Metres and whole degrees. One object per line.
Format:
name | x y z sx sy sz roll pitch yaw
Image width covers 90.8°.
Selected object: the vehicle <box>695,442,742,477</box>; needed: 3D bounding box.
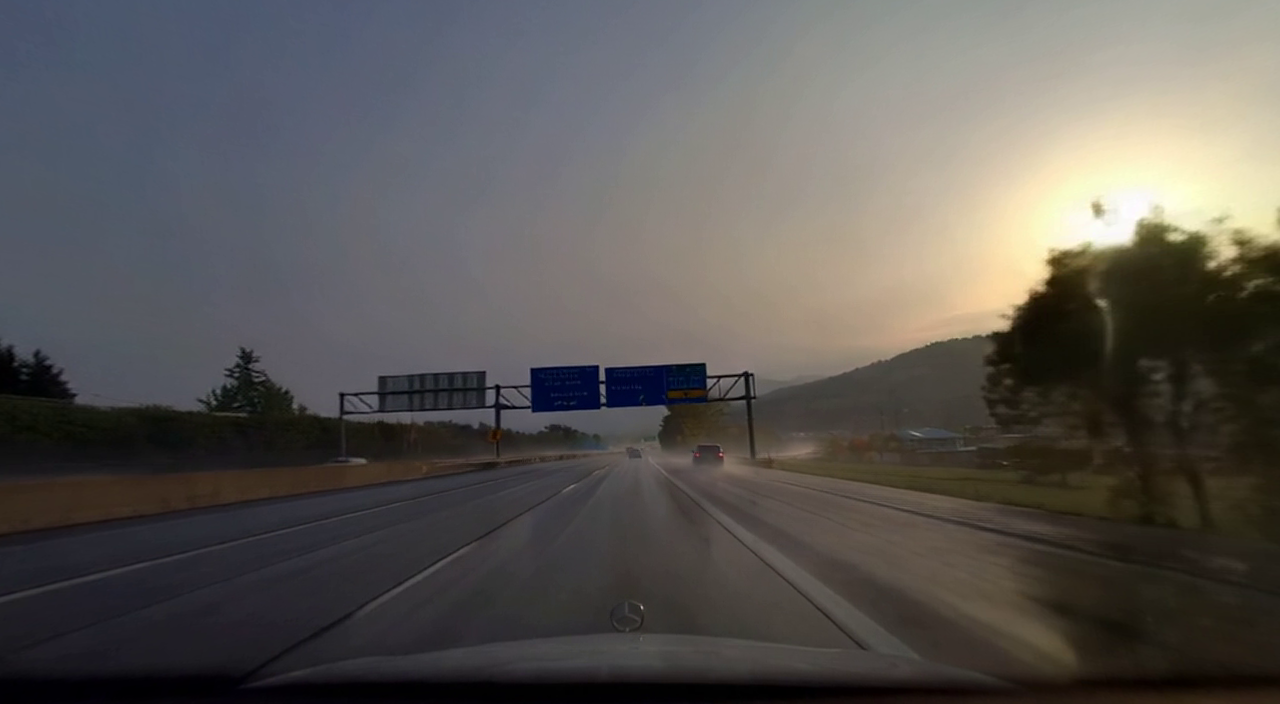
vehicle | 4.238 5.896 34.828 2.133 1.746 4.511 0 -9 1
